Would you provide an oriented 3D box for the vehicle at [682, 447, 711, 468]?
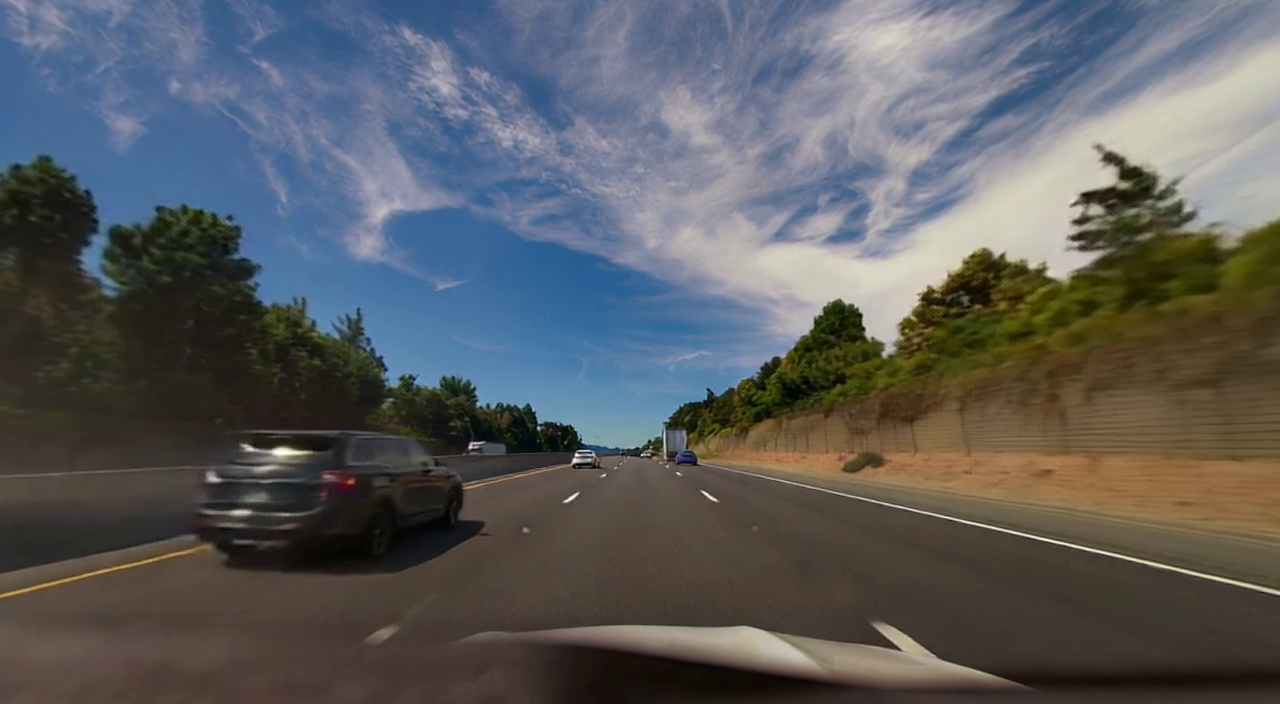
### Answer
[{"bbox_3d":[4.354,8.212,49.281,1.873,1.529,3.953,0,-9,0],"label":"vehicle"}]

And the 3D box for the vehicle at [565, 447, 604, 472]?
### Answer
[{"bbox_3d":[-3.713,7.241,42.735,2.129,1.559,5.272,0,-9,0],"label":"vehicle"}]

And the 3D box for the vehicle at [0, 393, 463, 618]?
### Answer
[{"bbox_3d":[-3.982,1.573,7.516,2.138,1.720,5.186,0,-9,1],"label":"vehicle"}]
